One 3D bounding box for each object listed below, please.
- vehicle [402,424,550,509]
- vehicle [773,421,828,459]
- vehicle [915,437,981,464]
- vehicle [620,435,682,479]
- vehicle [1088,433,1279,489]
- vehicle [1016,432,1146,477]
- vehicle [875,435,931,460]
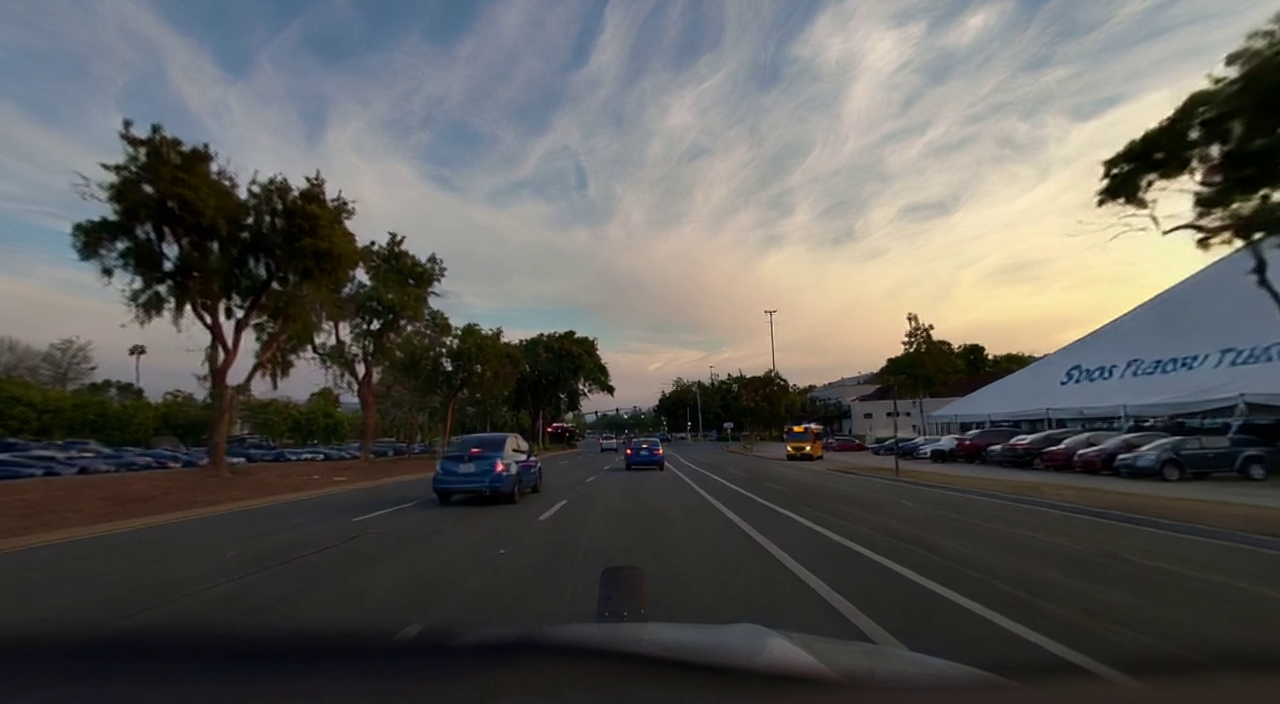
[{"bbox_3d":[-3.529,2.571,14.533,2.148,1.636,4.199,0,-9,2],"label":"vehicle"},{"bbox_3d":[12.290,6.849,48.944,2.754,2.711,6.196,0,-9,2],"label":"vehicle"},{"bbox_3d":[18.794,6.026,38.675,1.826,1.532,4.290,0,-9,-1],"label":"vehicle"},{"bbox_3d":[0.338,3.954,23.871,2.123,1.498,4.226,0,-9,-1],"label":"vehicle"},{"bbox_3d":[18.767,3.702,21.809,2.229,1.661,5.991,0,-9,1],"label":"vehicle"},{"bbox_3d":[18.710,4.365,27.091,1.965,1.749,4.838,0,-9,-2],"label":"vehicle"},{"bbox_3d":[18.673,6.793,44.997,1.841,1.680,4.842,0,-9,-1],"label":"vehicle"}]
